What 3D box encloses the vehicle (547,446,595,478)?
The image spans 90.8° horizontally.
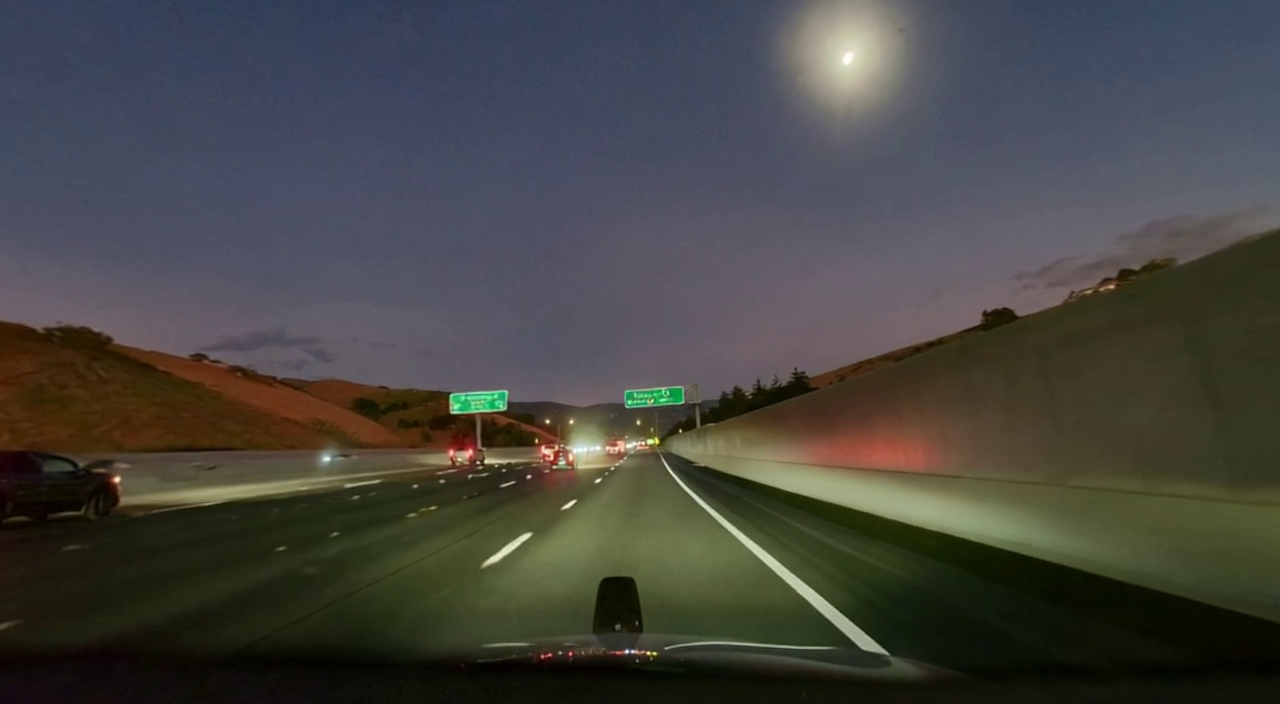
[{"bbox_3d":[-3.455,5.616,32.357,1.931,1.492,4.076,-1,-9,1],"label":"vehicle"}]

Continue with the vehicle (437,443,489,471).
[{"bbox_3d":[-12.002,7.197,43.260,2.076,1.766,4.831,-1,-9,1],"label":"vehicle"}]

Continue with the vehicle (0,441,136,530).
[{"bbox_3d":[-12.889,2.599,12.451,2.035,1.630,4.527,-1,-9,1],"label":"vehicle"}]
